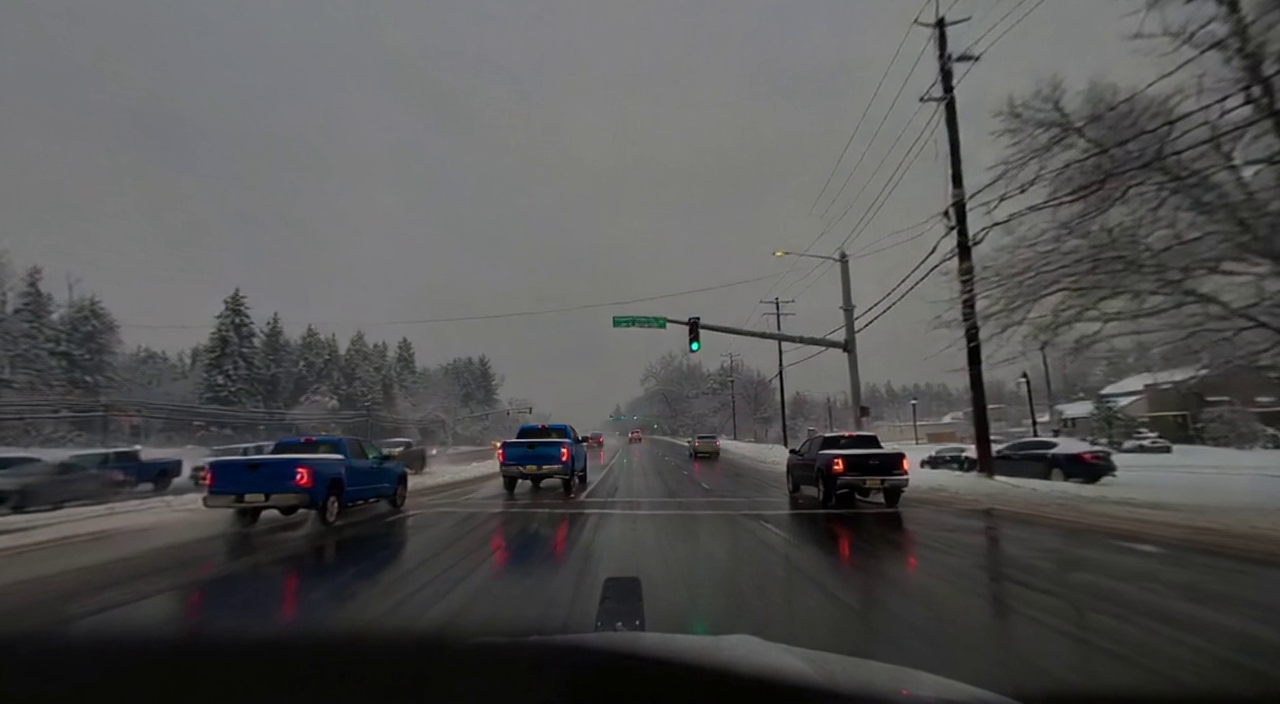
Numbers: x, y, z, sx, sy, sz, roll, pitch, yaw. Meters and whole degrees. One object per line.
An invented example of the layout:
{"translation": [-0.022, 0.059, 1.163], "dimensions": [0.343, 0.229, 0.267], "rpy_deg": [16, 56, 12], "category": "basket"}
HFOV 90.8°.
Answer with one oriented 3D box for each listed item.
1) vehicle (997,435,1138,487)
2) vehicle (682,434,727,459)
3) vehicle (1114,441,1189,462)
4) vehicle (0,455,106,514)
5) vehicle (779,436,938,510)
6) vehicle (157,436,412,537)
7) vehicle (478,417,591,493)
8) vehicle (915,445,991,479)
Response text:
{"translation": [16.531, 4.228, 24.831], "dimensions": [2.044, 1.812, 4.935], "rpy_deg": [0, -8, 0], "category": "vehicle"}
{"translation": [3.895, 5.787, 38.742], "dimensions": [2.071, 1.435, 4.226], "rpy_deg": [0, -8, -3], "category": "vehicle"}
{"translation": [35.972, 7.014, 44.483], "dimensions": [3.611, 1.424, 1.746], "rpy_deg": [-1, -8, 2], "category": "vehicle"}
{"translation": [-17.688, 3.658, 17.555], "dimensions": [1.845, 1.465, 4.424], "rpy_deg": [0, -8, 0], "category": "vehicle"}
{"translation": [4.810, 2.717, 14.765], "dimensions": [1.840, 1.428, 4.602], "rpy_deg": [0, -8, -3], "category": "vehicle"}
{"translation": [-6.262, 2.394, 11.986], "dimensions": [2.035, 1.497, 4.723], "rpy_deg": [0, -8, 1], "category": "vehicle"}
{"translation": [-3.031, 3.174, 19.796], "dimensions": [2.467, 1.991, 6.089], "rpy_deg": [0, -8, 0], "category": "vehicle"}
{"translation": [16.677, 5.855, 33.966], "dimensions": [2.002, 1.681, 4.507], "rpy_deg": [-1, -8, 4], "category": "vehicle"}
